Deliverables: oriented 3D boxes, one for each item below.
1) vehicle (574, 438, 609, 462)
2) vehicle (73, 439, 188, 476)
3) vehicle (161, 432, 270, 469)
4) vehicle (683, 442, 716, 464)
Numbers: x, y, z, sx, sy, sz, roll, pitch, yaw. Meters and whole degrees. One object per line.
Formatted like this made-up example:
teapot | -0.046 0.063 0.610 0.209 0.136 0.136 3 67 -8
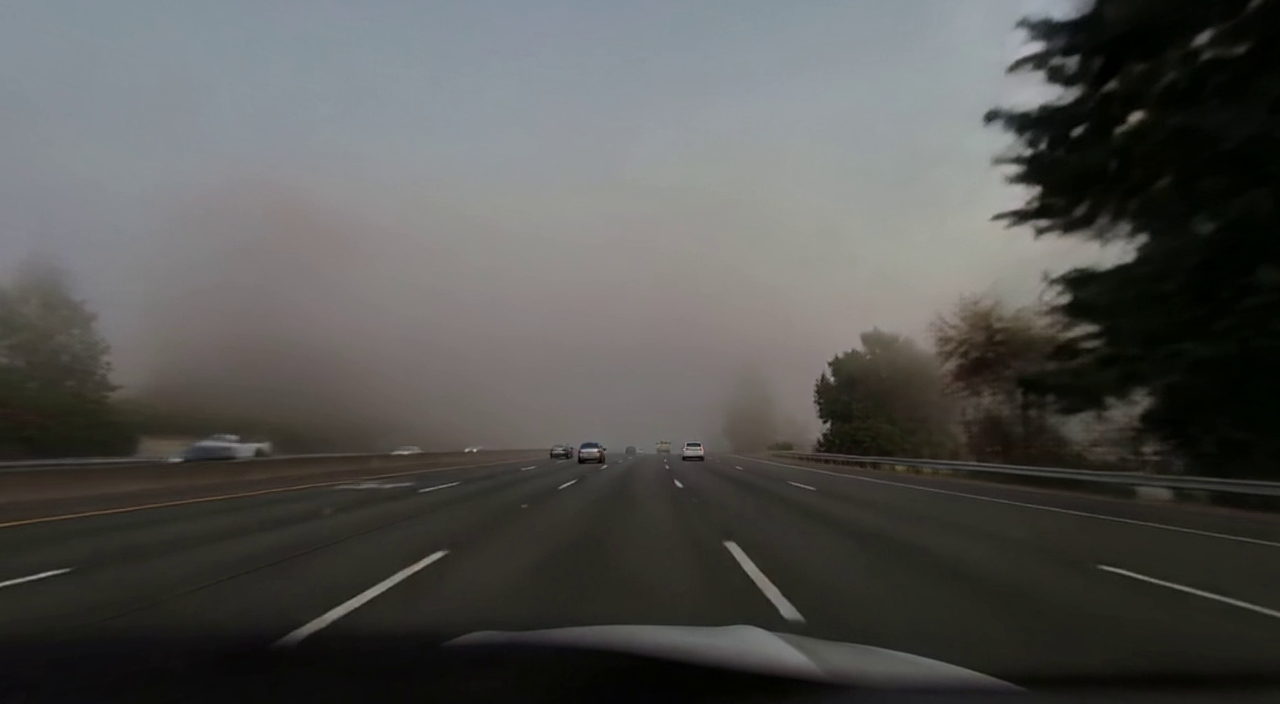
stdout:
vehicle | -3.568 7.320 47.227 2.179 1.693 4.204 0 -9 2
vehicle | -27.294 5.667 34.110 2.025 1.831 4.851 0 -9 1
vehicle | -30.394 7.104 45.622 2.759 2.434 6.983 0 -9 2
vehicle | 4.133 7.114 44.733 1.967 1.475 4.080 0 -8 1
